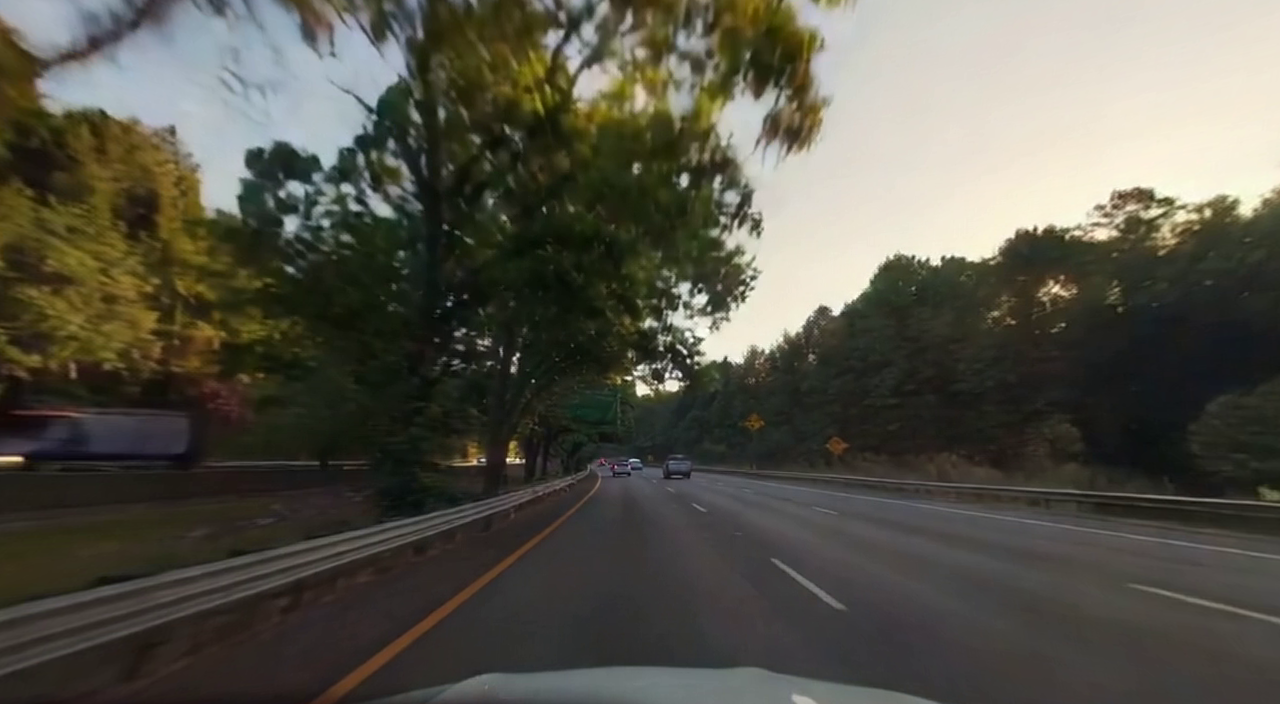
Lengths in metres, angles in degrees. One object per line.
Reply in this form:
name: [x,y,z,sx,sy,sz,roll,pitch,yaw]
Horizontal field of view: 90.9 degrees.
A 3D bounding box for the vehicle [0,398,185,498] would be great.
vehicle: [-13.973,2.369,15.168,2.240,1.991,5.012,1,-10,-1]
